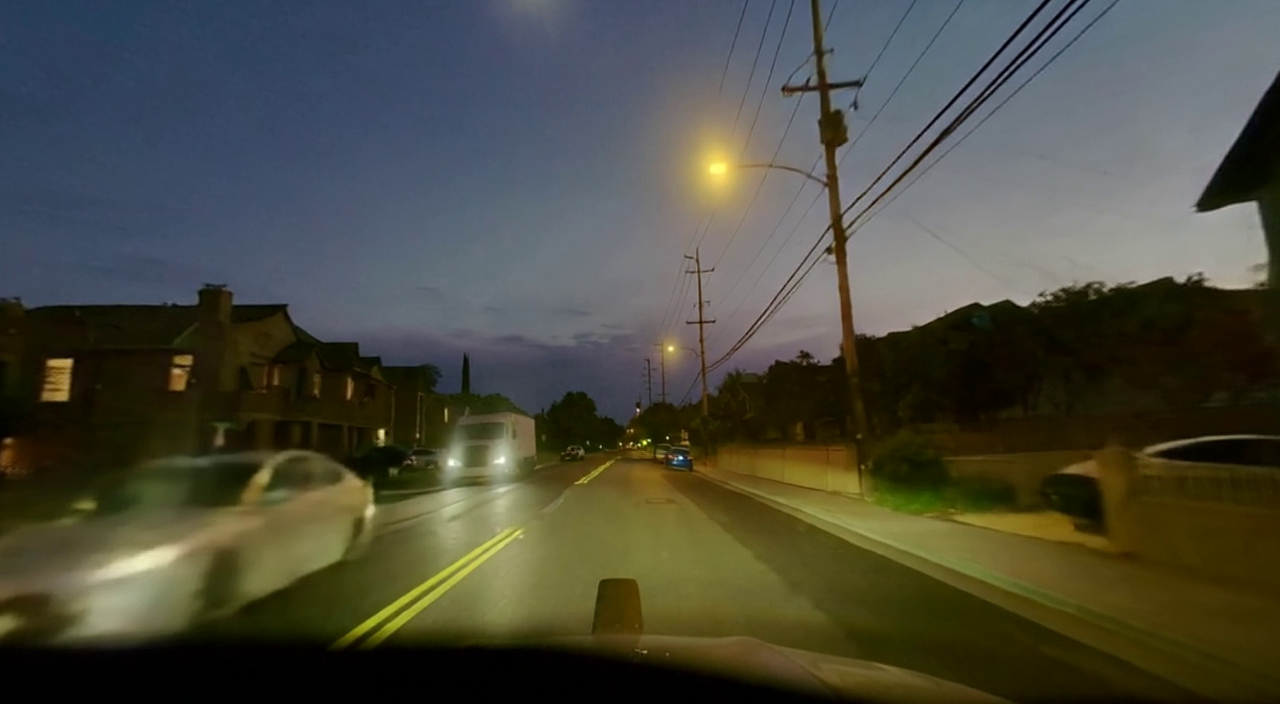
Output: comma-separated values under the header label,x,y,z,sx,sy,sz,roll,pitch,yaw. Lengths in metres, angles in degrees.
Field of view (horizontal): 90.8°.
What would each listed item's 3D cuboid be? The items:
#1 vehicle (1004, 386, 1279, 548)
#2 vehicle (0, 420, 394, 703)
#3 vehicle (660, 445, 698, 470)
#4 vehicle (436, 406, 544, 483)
label,x,y,z,sx,sy,sz,roll,pitch,yaw
vehicle,8.046,1.445,8.549,4.836,1.806,2.121,-2,-8,-2
vehicle,-3.591,1.321,4.522,1.912,1.491,4.375,0,-8,0
vehicle,2.331,6.475,39.053,1.890,1.463,4.952,0,-8,-2
vehicle,-6.932,4.526,30.652,3.197,3.187,7.847,-1,-9,1
